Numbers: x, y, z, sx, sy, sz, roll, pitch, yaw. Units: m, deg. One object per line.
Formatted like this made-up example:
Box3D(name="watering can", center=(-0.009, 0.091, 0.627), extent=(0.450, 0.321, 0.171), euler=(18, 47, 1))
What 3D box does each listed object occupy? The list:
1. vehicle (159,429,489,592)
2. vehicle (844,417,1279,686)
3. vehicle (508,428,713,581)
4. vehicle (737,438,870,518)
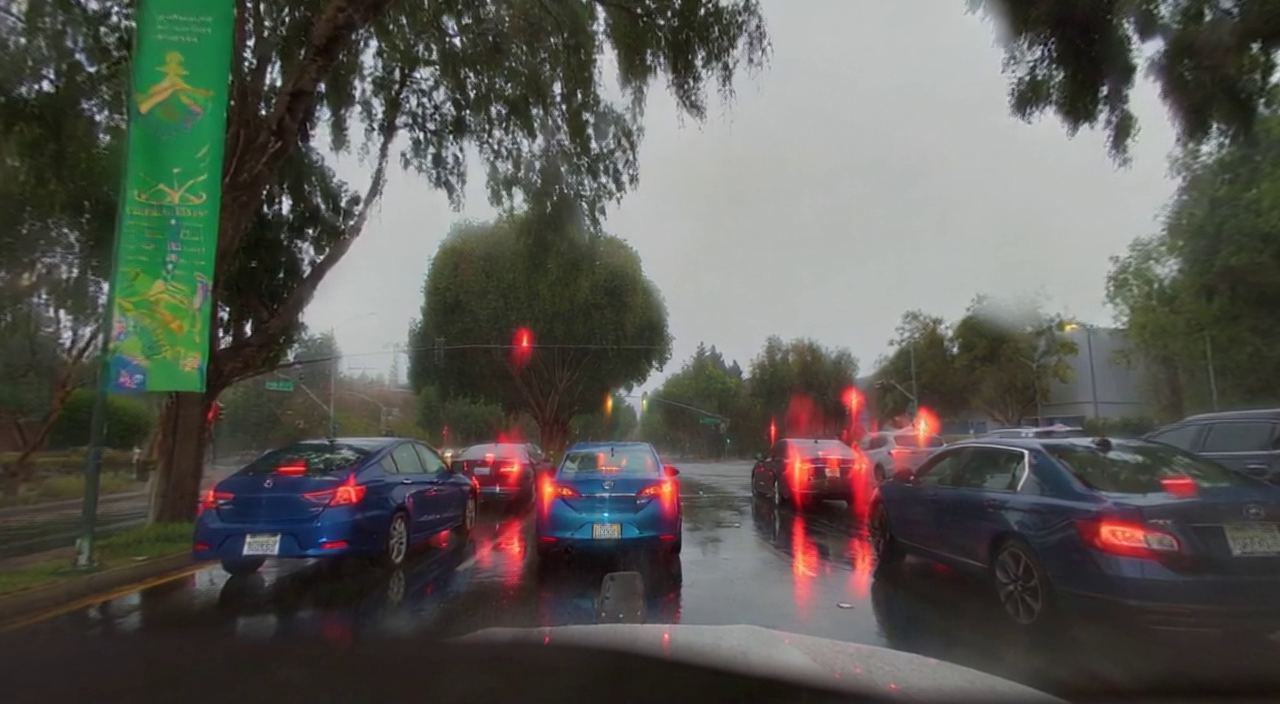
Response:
Box3D(name="vehicle", center=(-3.363, 1.745, 7.840), extent=(1.929, 1.457, 4.136), euler=(0, -9, 0))
Box3D(name="vehicle", center=(3.604, 1.438, 5.786), extent=(1.953, 1.471, 4.470), euler=(0, -9, 0))
Box3D(name="vehicle", center=(-0.319, 1.768, 8.081), extent=(1.994, 1.479, 3.647), euler=(0, -9, -1))
Box3D(name="vehicle", center=(3.399, 2.678, 13.946), extent=(1.852, 1.498, 3.825), euler=(0, -9, -1))
